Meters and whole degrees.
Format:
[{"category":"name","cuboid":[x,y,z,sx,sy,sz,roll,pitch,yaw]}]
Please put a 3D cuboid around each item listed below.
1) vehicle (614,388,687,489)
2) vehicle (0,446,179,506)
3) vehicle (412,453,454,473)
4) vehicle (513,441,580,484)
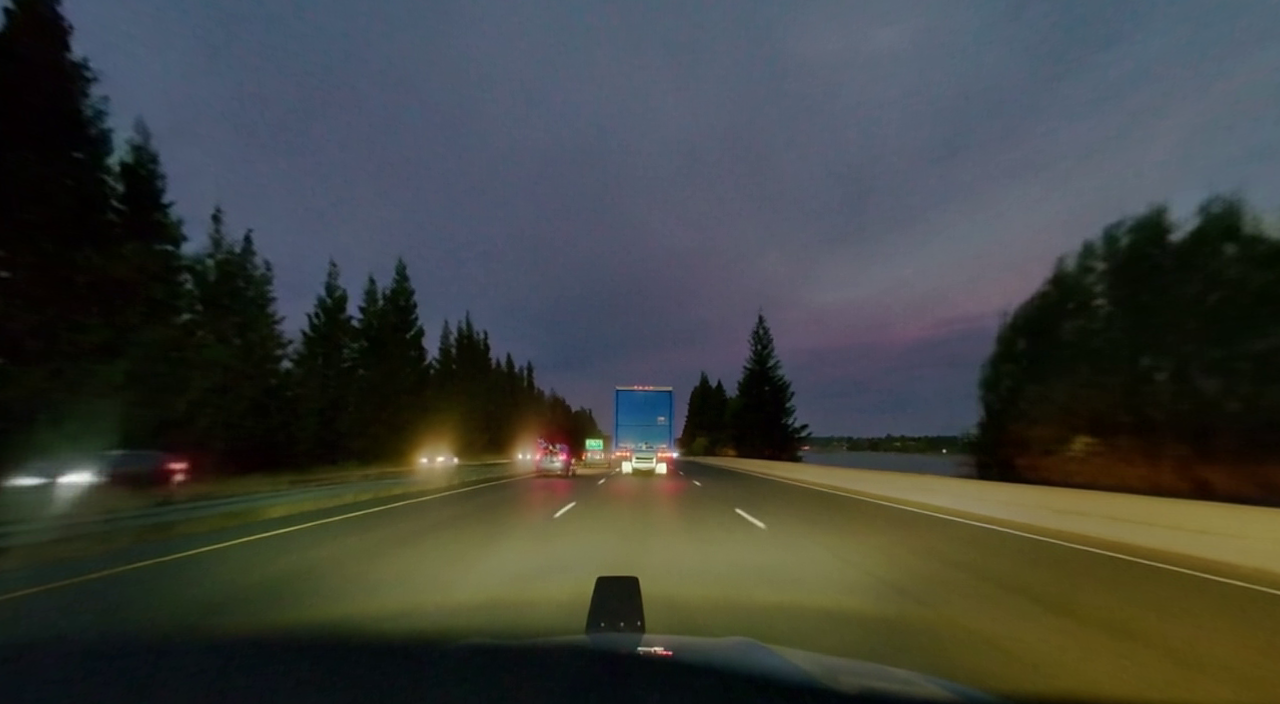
[{"category":"vehicle","cuboid":[0.493,4.008,28.831,2.821,3.878,8.925,0,-9,1]},{"category":"vehicle","cuboid":[-16.901,3.739,19.454,1.894,1.604,4.470,0,-9,0]},{"category":"vehicle","cuboid":[-15.949,8.541,48.700,1.779,1.438,3.897,0,-9,2]},{"category":"vehicle","cuboid":[-3.851,4.665,26.815,2.018,1.632,4.722,0,-9,1]}]
